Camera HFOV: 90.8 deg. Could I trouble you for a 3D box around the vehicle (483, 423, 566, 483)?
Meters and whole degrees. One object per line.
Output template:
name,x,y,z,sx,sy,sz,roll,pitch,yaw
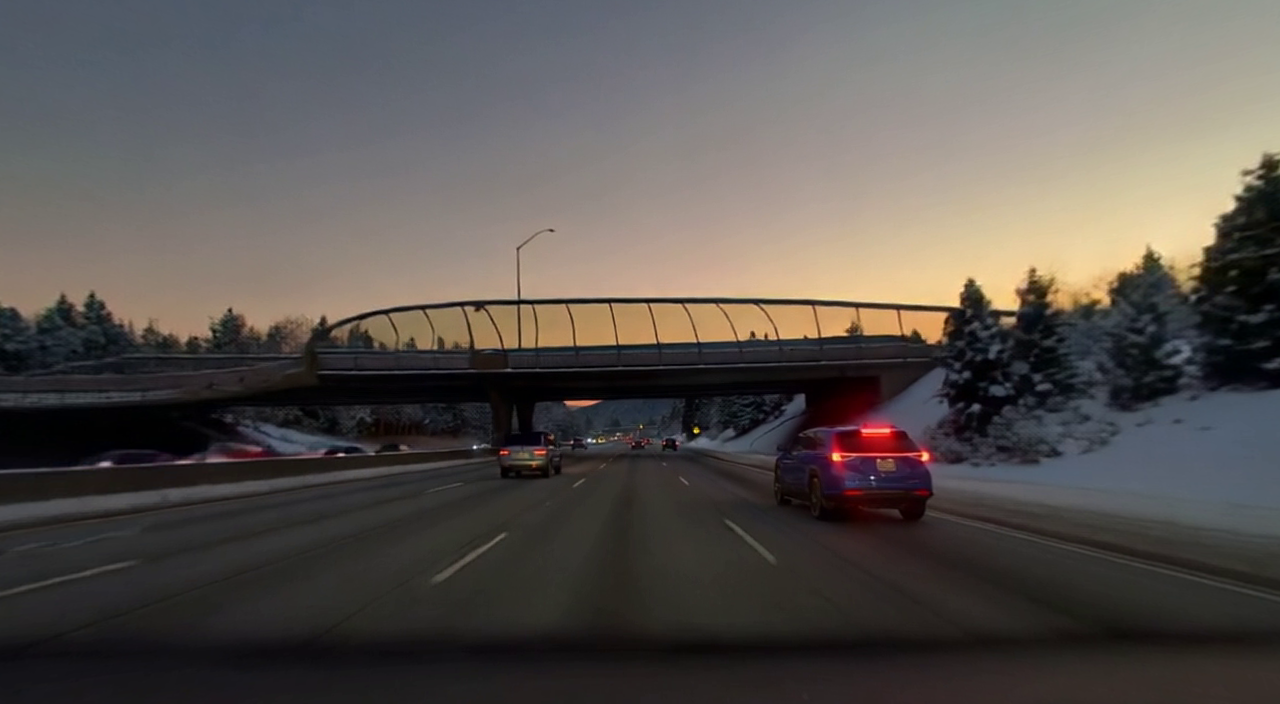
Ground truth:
vehicle,-3.933,3.569,22.385,2.018,1.872,4.728,0,-9,0

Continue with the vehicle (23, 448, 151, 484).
vehicle,-26.160,5.389,30.140,1.986,1.567,4.535,0,-9,0

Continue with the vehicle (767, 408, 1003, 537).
vehicle,3.809,1.992,10.954,2.185,1.749,4.477,0,-9,-1

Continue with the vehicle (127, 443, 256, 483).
vehicle,-18.603,4.607,26.551,1.915,1.518,4.778,0,-9,0
